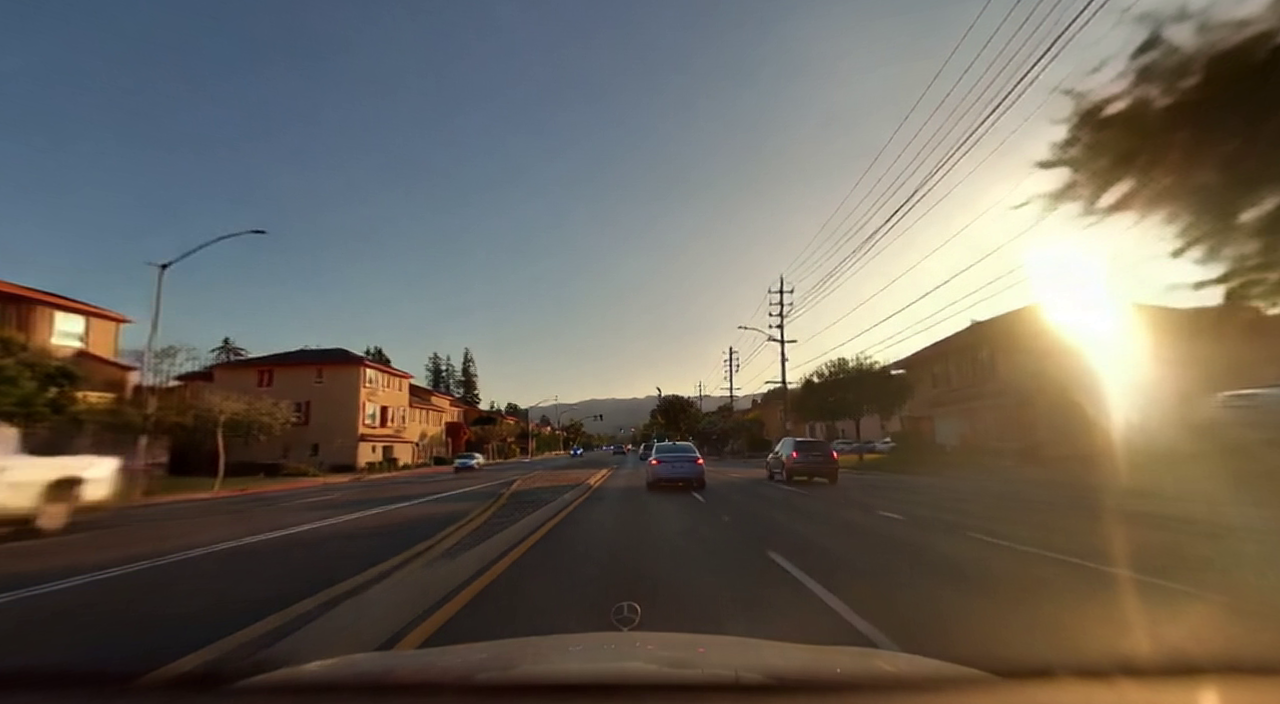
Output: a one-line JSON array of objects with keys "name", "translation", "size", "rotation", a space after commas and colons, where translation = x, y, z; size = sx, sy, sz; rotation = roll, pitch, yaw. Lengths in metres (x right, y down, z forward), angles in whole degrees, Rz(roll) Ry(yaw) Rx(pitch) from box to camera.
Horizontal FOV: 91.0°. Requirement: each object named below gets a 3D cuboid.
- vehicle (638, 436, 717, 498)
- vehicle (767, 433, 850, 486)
[{"name": "vehicle", "translation": [1.034, 3.541, 19.728], "size": [2.138, 1.702, 4.168], "rotation": [0, -9, -1]}, {"name": "vehicle", "translation": [6.483, 4.211, 24.817], "size": [2.061, 1.889, 4.268], "rotation": [0, -9, 0]}]
